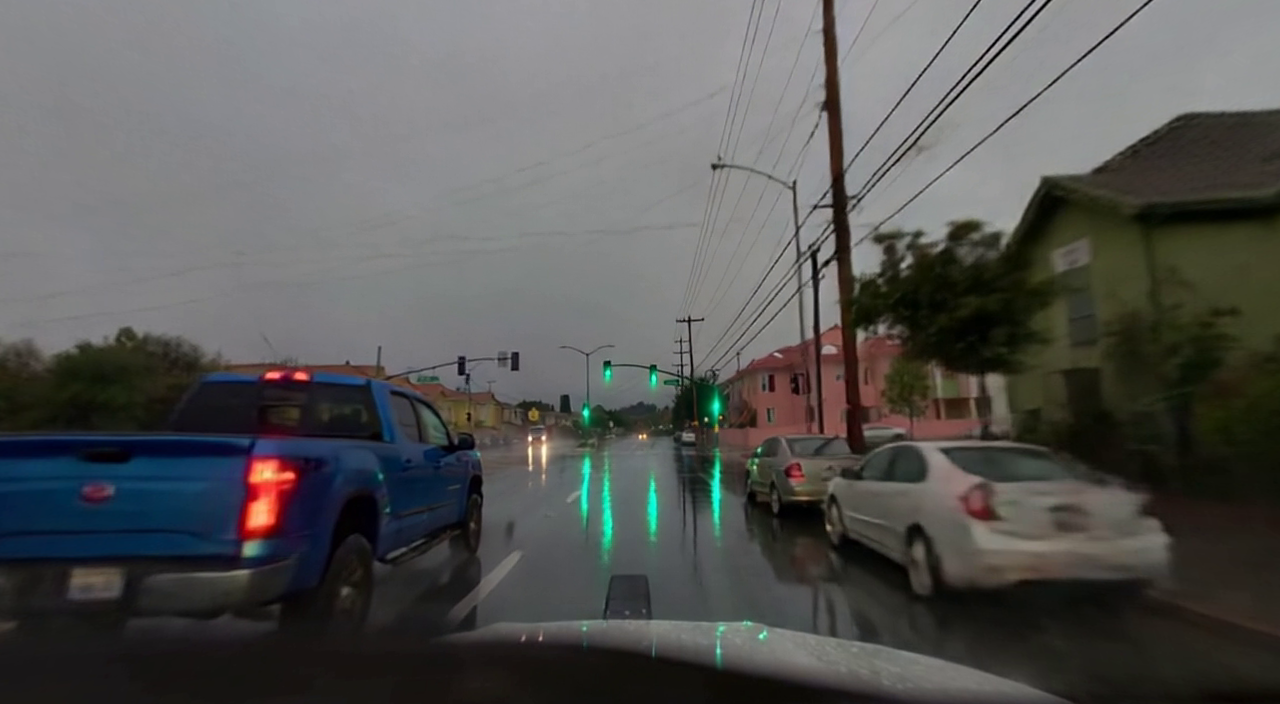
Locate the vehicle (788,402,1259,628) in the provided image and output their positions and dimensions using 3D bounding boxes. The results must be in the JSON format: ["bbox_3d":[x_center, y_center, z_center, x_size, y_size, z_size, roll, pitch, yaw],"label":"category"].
[{"bbox_3d":[3.104,1.411,6.466,2.012,1.491,4.333,0,-8,-1],"label":"vehicle"}]

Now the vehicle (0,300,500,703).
[{"bbox_3d":[-2.925,1.115,5.151,2.242,1.890,5.306,-1,-8,1],"label":"vehicle"}]
